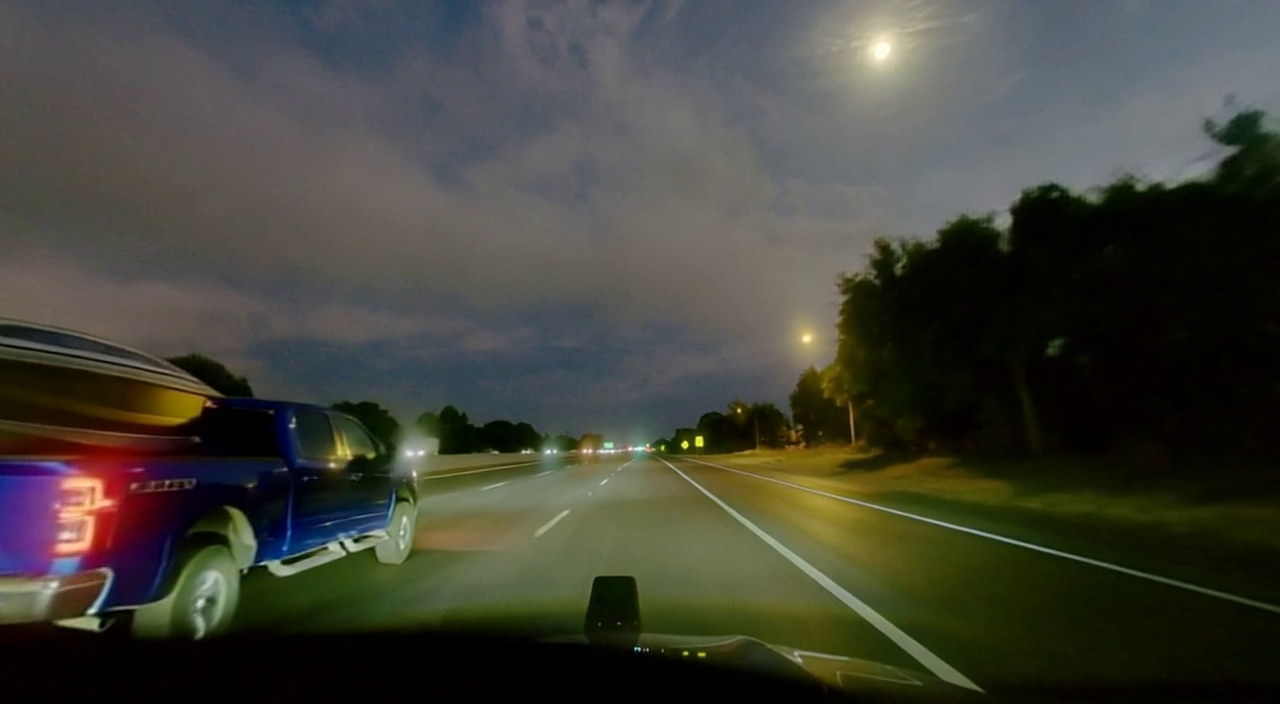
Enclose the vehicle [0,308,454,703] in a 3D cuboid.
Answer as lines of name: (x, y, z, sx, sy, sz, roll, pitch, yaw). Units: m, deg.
vehicle: (-3.320, 1.112, 4.722, 2.202, 1.836, 5.009, 0, -9, 1)
